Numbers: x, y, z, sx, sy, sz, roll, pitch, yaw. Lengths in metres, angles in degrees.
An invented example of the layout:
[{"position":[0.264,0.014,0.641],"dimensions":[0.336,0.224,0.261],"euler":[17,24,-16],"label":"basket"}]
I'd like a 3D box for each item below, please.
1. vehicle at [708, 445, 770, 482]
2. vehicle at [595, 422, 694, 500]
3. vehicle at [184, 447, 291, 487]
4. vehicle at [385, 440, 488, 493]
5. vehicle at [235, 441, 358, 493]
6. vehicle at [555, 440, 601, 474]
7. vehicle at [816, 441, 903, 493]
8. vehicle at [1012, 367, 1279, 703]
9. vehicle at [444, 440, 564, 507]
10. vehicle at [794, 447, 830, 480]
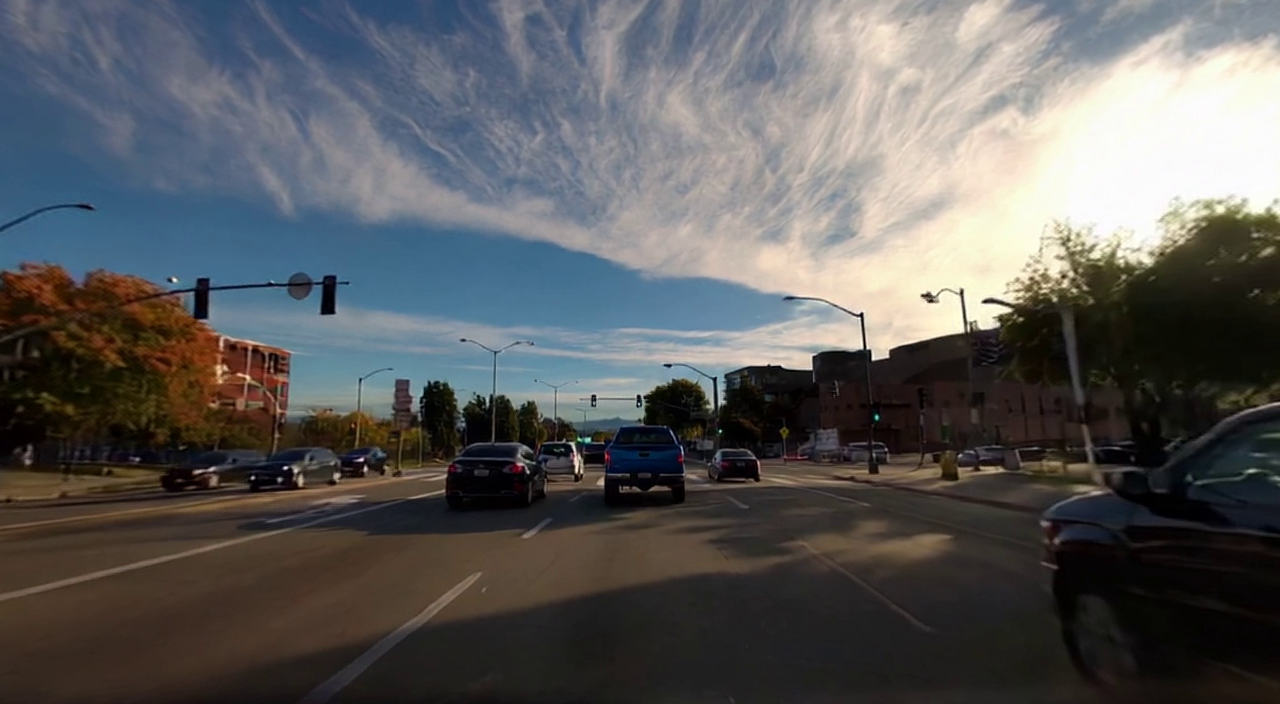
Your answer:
[{"position":[4.201,4.789,27.449],"dimensions":[1.968,1.472,4.456],"euler":[0,-8,0],"label":"vehicle"},{"position":[0.095,3.112,18.419],"dimensions":[2.493,1.934,4.957],"euler":[0,-8,0],"label":"vehicle"},{"position":[-18.527,5.273,29.300],"dimensions":[2.025,1.625,4.527],"euler":[0,-8,-1],"label":"vehicle"},{"position":[-6.625,3.748,21.076],"dimensions":[1.907,1.541,4.364],"euler":[0,-8,1],"label":"vehicle"},{"position":[-12.239,4.091,22.867],"dimensions":[2.054,1.662,4.384],"euler":[0,-8,-1],"label":"vehicle"},{"position":[-3.321,5.693,34.492],"dimensions":[2.018,1.700,4.142],"euler":[0,-8,0],"label":"vehicle"},{"position":[8.851,4.626,25.854],"dimensions":[2.126,1.820,4.521],"euler":[2,-8,2],"label":"vehicle"},{"position":[3.433,0.818,2.026],"dimensions":[1.955,1.628,4.152],"euler":[0,-8,1],"label":"vehicle"},{"position":[-3.268,3.013,16.199],"dimensions":[1.986,1.465,4.509],"euler":[0,-8,1],"label":"vehicle"},{"position":[10.140,6.508,37.157],"dimensions":[1.944,1.718,4.122],"euler":[-1,-8,15],"label":"vehicle"}]
